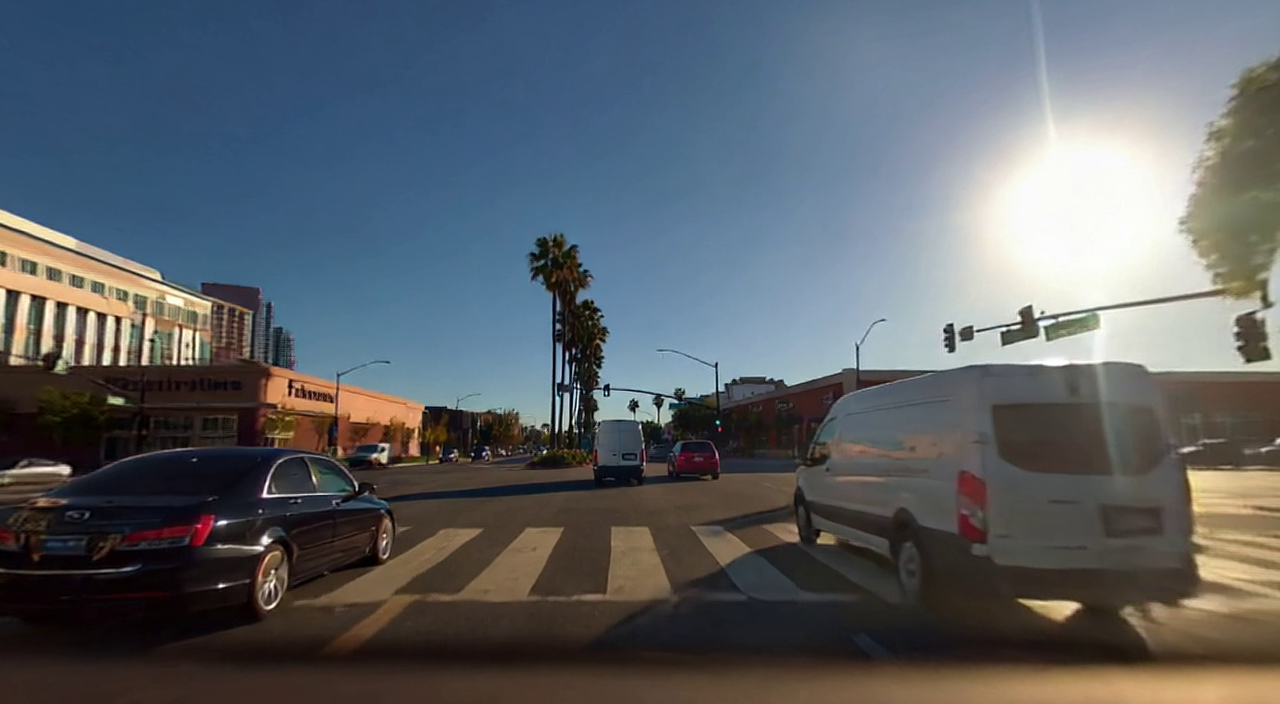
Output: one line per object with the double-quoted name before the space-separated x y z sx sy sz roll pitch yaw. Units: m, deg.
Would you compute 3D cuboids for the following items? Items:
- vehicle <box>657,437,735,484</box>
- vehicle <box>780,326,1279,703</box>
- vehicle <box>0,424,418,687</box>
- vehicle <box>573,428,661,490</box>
"vehicle" 2.171 4.425 26.122 2.462 1.736 4.899 0 -9 -4
"vehicle" 2.808 1.144 5.055 2.200 1.847 4.618 0 -9 -1
"vehicle" -3.806 1.474 5.849 1.997 1.430 4.655 0 -9 -3
"vehicle" -0.849 3.916 23.416 2.848 1.991 5.706 0 -9 -2
